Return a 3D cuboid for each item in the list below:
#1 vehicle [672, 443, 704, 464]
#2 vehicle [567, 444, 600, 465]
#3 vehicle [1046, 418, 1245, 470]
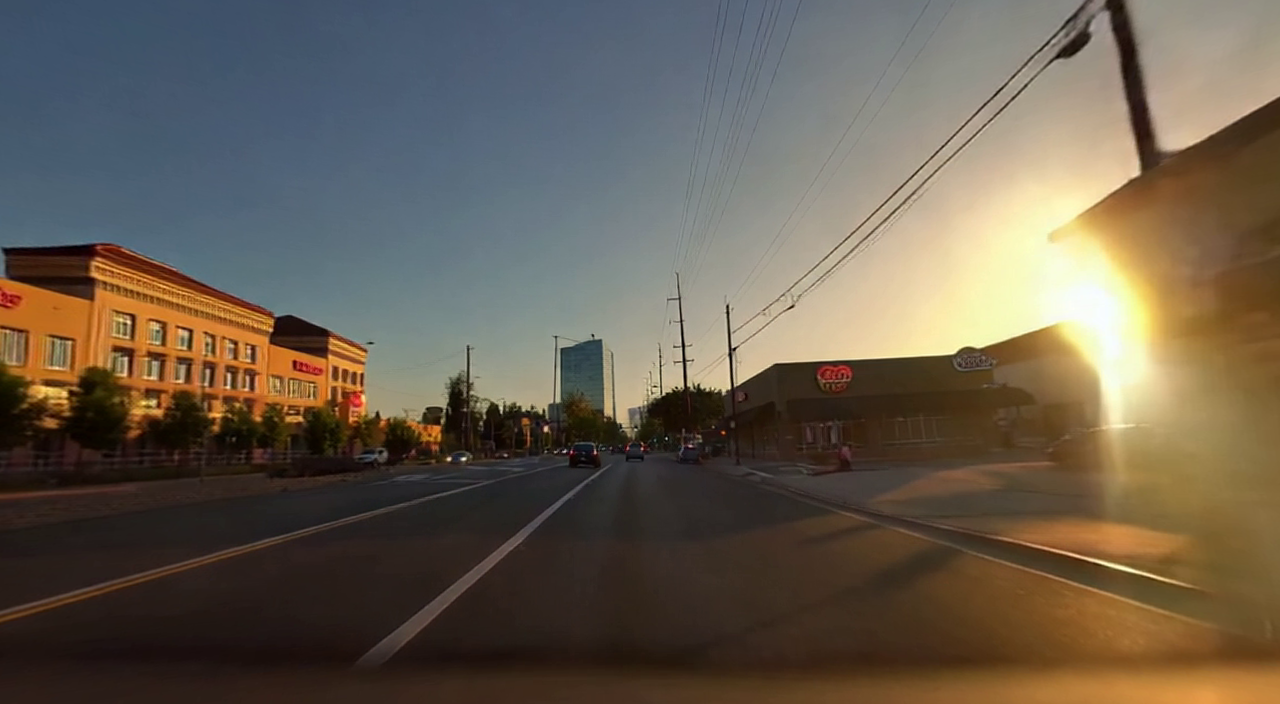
[{"bbox_3d":[3.512,7.596,47.443,1.922,1.507,4.824,0,-9,-1],"label":"vehicle"},{"bbox_3d":[-4.221,7.742,47.898,2.179,1.490,4.742,0,-9,-1],"label":"vehicle"},{"bbox_3d":[16.364,3.038,20.731,2.150,1.463,4.524,5,-10,-31],"label":"vehicle"}]
